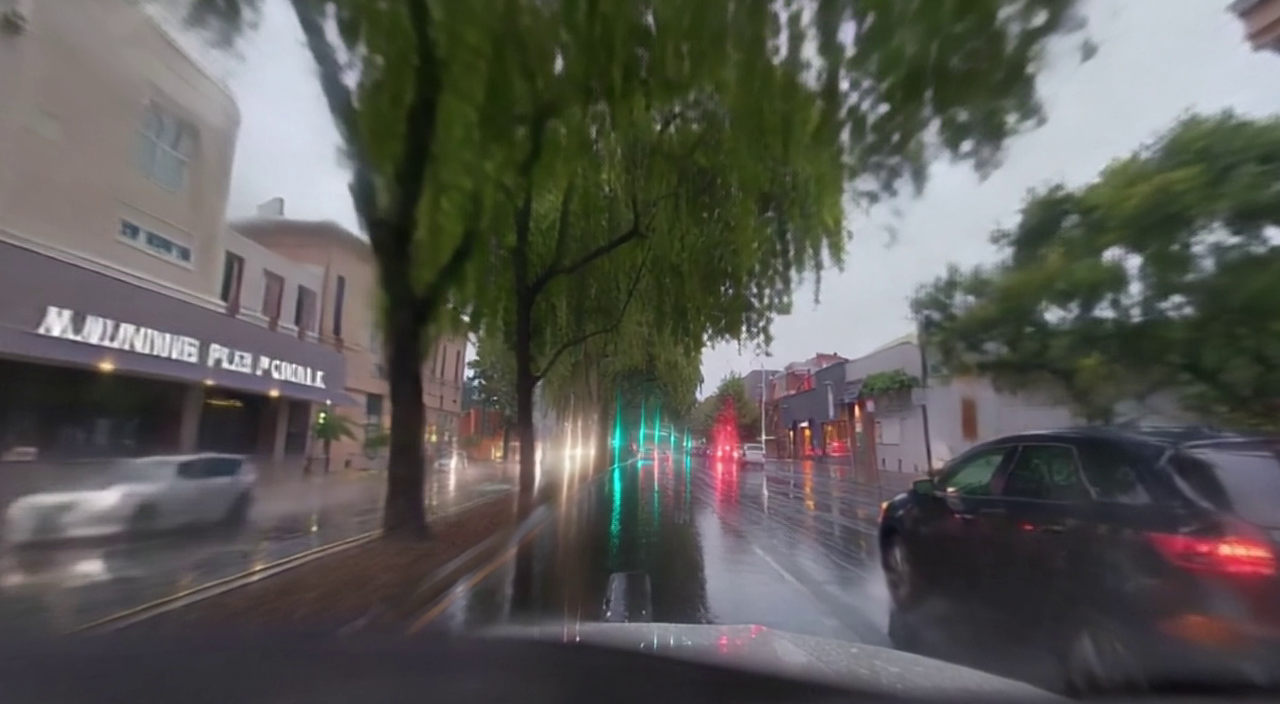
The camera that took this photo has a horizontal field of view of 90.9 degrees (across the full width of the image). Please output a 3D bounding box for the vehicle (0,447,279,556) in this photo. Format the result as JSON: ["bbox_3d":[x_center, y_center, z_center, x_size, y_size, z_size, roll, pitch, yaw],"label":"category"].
[{"bbox_3d":[-8.462,2.396,10.881,1.922,1.464,4.201,0,-8,1],"label":"vehicle"}]

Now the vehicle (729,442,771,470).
[{"bbox_3d":[7.582,7.180,43.776,2.050,1.838,4.535,0,-8,0],"label":"vehicle"}]

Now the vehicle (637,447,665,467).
[{"bbox_3d":[0.737,7.564,45.555,1.945,1.343,3.827,0,-8,0],"label":"vehicle"}]

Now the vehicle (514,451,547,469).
[{"bbox_3d":[-8.415,8.322,48.619,1.748,1.278,4.300,0,-8,0],"label":"vehicle"}]

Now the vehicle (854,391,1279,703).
[{"bbox_3d":[3.037,1.151,3.870,1.989,1.498,4.050,0,-8,0],"label":"vehicle"}]
